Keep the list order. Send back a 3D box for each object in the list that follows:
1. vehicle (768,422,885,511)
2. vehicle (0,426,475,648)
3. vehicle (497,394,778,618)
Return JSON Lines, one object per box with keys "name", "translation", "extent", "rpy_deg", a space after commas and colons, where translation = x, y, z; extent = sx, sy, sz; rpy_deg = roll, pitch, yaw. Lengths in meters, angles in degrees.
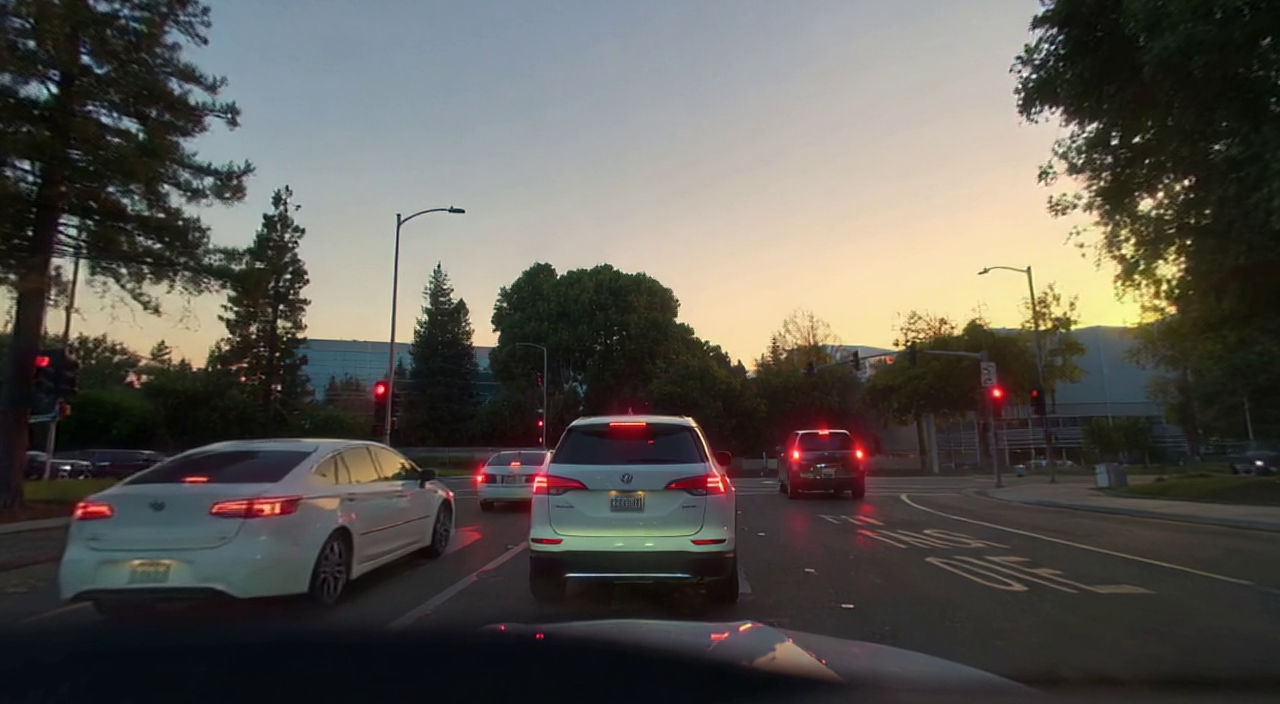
{"name": "vehicle", "translation": [4.813, 2.994, 16.922], "extent": [2.084, 2.053, 4.073], "rpy_deg": [-1, -8, 4]}
{"name": "vehicle", "translation": [-3.297, 1.554, 6.451], "extent": [1.913, 1.453, 4.413], "rpy_deg": [0, -8, 2]}
{"name": "vehicle", "translation": [-0.033, 1.525, 7.178], "extent": [2.203, 1.757, 4.286], "rpy_deg": [0, -8, 0]}
